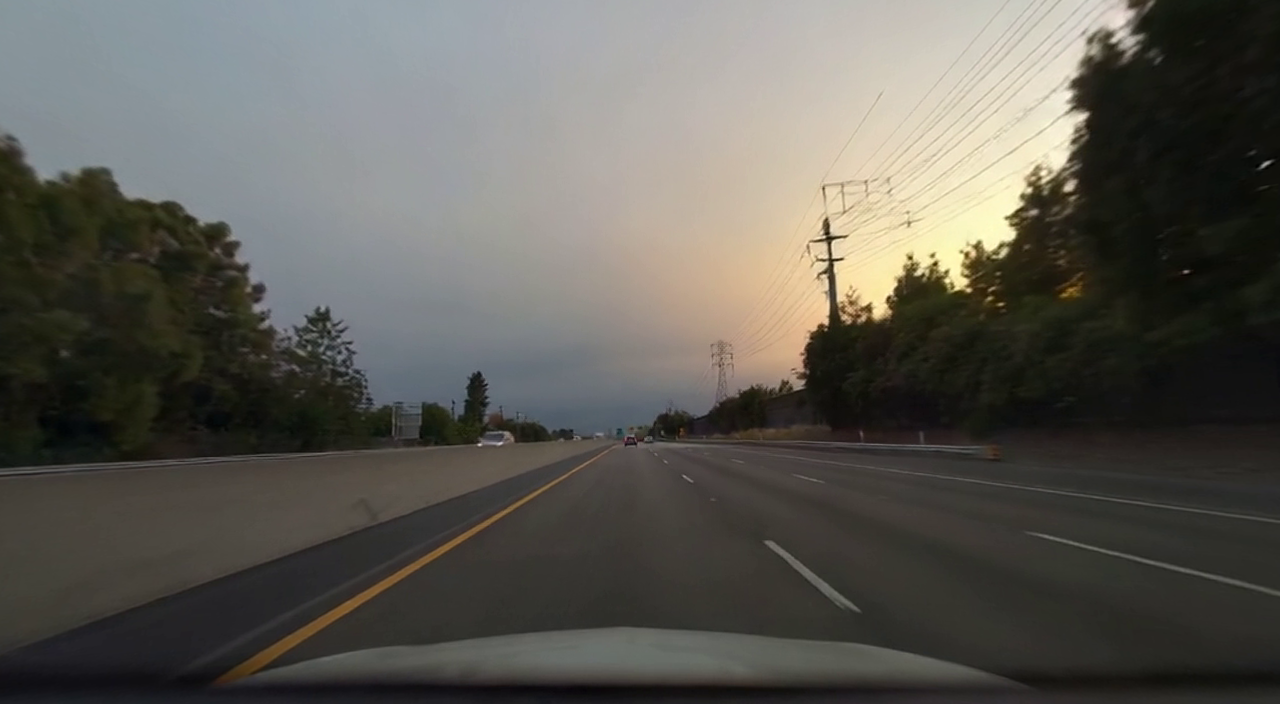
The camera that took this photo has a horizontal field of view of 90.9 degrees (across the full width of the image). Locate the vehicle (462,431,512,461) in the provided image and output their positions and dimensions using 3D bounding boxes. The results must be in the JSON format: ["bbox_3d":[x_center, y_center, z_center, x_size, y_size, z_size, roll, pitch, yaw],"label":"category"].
[{"bbox_3d":[-9.889,6.082,41.042,2.174,1.820,4.527,0,-8,-1],"label":"vehicle"}]
